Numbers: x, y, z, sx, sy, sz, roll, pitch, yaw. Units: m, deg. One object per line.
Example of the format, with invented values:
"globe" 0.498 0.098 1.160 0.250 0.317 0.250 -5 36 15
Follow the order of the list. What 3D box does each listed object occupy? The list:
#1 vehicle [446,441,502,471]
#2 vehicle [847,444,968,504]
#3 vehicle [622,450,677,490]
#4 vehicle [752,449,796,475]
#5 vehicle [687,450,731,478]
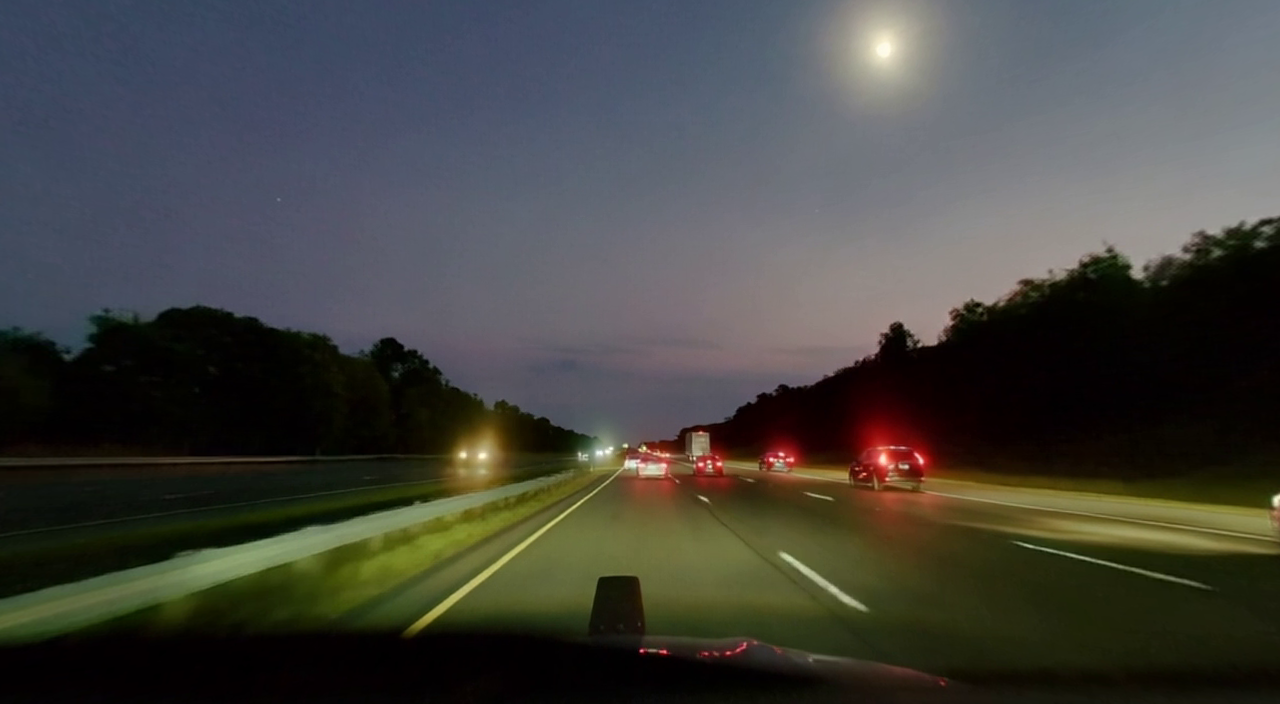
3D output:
"vehicle" -9.404 5.947 36.124 2.037 1.589 4.257 0 -9 0
"vehicle" 7.689 3.507 18.556 1.847 1.554 3.752 0 -9 -1
"vehicle" 0.366 4.652 25.109 2.020 1.426 3.702 0 -9 0
"vehicle" 8.640 7.136 40.961 1.957 1.594 3.632 0 -9 -1
"vehicle" 3.963 6.502 36.834 1.981 1.518 4.029 0 -9 -1
